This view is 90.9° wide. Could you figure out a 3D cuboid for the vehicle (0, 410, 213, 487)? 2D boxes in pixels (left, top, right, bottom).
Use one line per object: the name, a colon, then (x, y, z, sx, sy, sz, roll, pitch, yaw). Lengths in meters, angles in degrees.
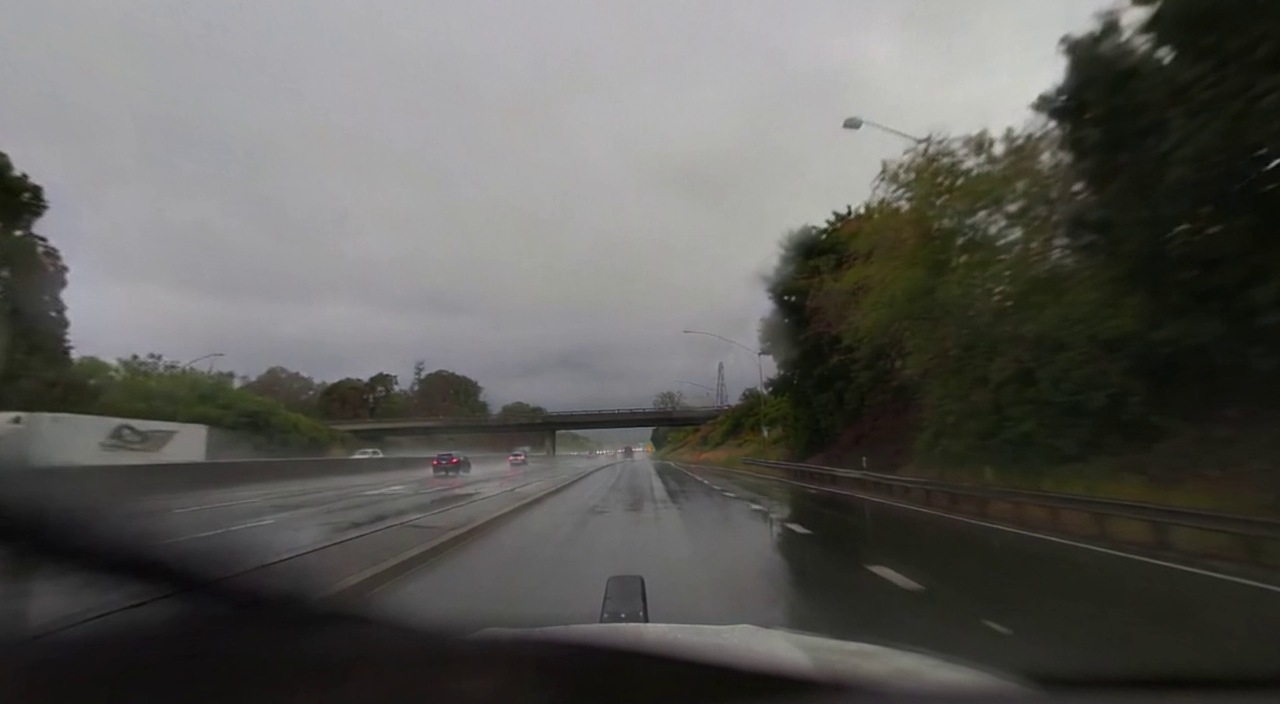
vehicle: (-33.039, 5.975, 39.020, 2.832, 3.818, 14.586, 2, -9, 1)
